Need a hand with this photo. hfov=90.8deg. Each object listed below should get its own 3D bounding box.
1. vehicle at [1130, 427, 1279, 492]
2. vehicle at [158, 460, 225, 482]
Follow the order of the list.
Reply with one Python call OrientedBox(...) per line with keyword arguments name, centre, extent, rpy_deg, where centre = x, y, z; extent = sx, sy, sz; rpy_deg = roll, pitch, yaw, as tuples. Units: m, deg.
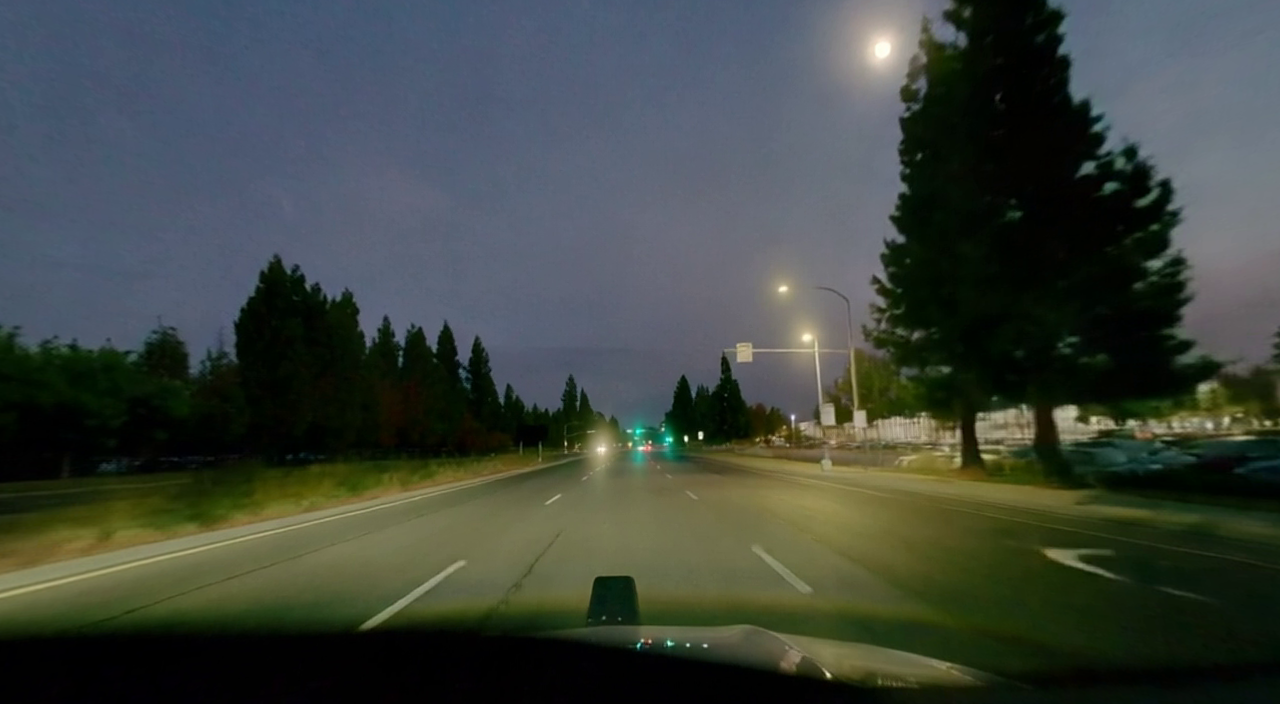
OrientedBox(name="vehicle", centre=(17.432, 3.154, 18.653), extent=(4.199, 1.775, 1.943), rpy_deg=(0, -8, 2))
OrientedBox(name="vehicle", centre=(-35.379, 9.391, 49.895), extent=(4.028, 1.534, 1.716), rpy_deg=(-3, -9, 3))
